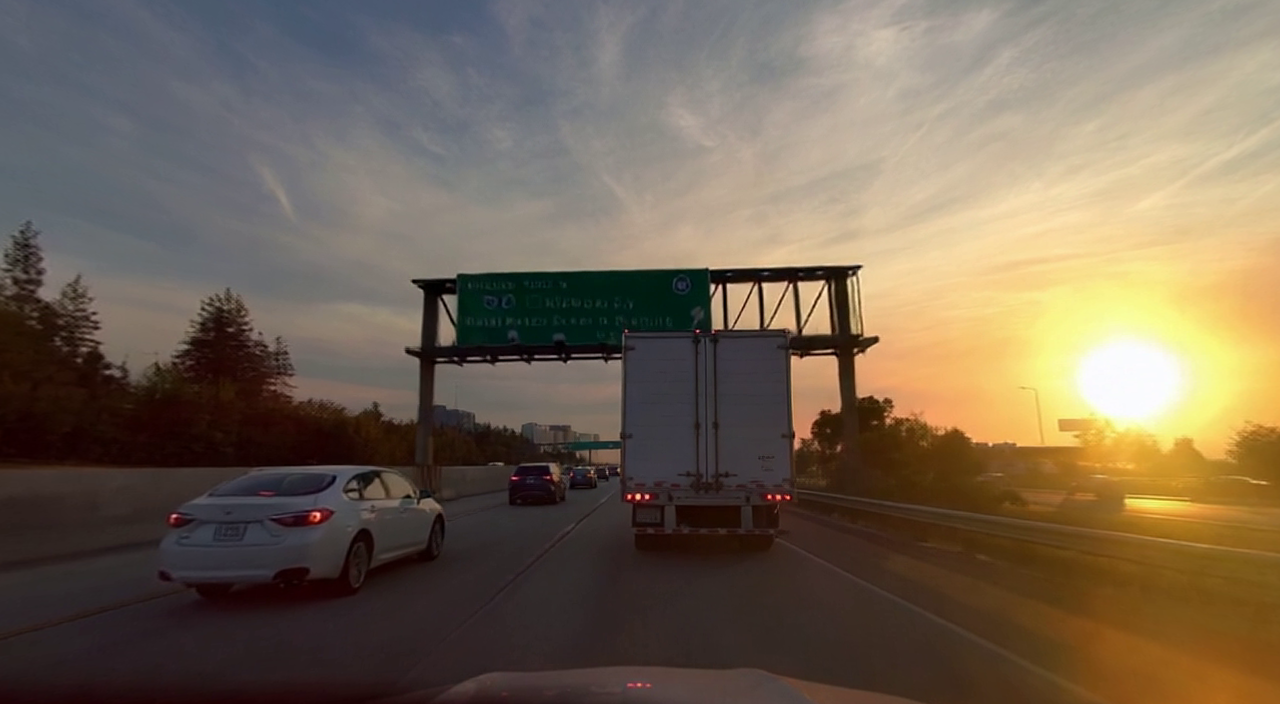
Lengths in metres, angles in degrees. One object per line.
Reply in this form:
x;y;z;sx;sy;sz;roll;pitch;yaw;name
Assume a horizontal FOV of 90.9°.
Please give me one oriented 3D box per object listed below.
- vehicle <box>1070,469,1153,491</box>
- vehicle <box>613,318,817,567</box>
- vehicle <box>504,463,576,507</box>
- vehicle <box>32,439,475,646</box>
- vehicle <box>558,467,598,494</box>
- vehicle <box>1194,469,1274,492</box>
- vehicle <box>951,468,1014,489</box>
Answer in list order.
33.674;9.167;45.064;4.299;1.465;1.807;-1;-11;9;vehicle
1.011;2.039;13.338;2.831;3.529;8.689;1;-11;-1;vehicle
-3.712;5.056;24.160;1.964;1.482;4.371;0;-11;1;vehicle
-3.518;1.865;7.128;1.983;1.509;4.679;1;-11;1;vehicle
-3.470;7.333;36.016;1.867;1.418;3.670;0;-11;1;vehicle
42.188;9.120;44.756;3.974;1.485;1.709;1;-11;-3;vehicle
26.404;9.767;48.712;4.107;1.485;1.796;-4;-11;23;vehicle
